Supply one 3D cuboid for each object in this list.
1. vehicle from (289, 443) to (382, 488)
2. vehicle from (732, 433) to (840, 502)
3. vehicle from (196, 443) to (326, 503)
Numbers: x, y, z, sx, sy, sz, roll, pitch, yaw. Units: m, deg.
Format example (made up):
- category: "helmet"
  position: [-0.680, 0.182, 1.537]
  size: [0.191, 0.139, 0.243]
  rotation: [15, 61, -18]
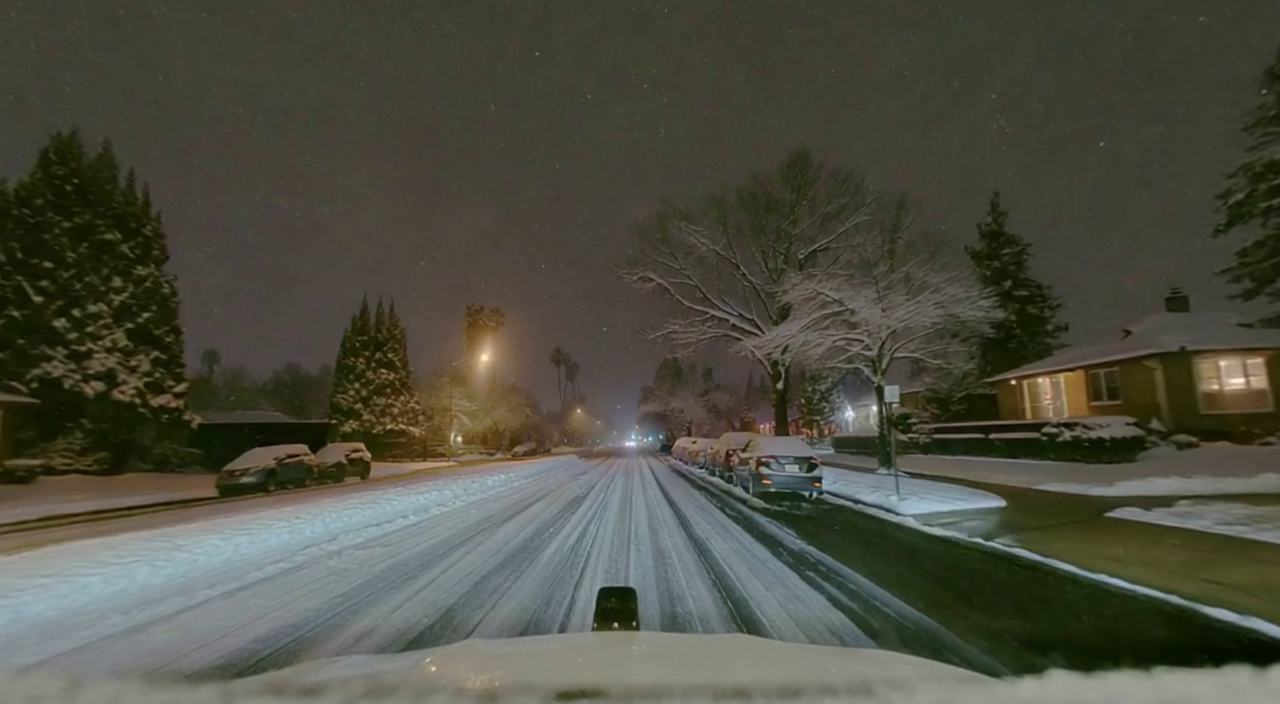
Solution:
- category: "vehicle"
  position: [-13.760, 5.113, 28.916]
  size: [1.926, 1.790, 4.494]
  rotation: [0, -7, 1]
- category: "vehicle"
  position: [3.644, 2.975, 16.642]
  size: [1.981, 1.546, 4.372]
  rotation: [0, -9, 3]
- category: "vehicle"
  position: [-13.706, 4.338, 23.244]
  size: [2.047, 1.783, 4.572]
  rotation: [-1, -7, -1]
